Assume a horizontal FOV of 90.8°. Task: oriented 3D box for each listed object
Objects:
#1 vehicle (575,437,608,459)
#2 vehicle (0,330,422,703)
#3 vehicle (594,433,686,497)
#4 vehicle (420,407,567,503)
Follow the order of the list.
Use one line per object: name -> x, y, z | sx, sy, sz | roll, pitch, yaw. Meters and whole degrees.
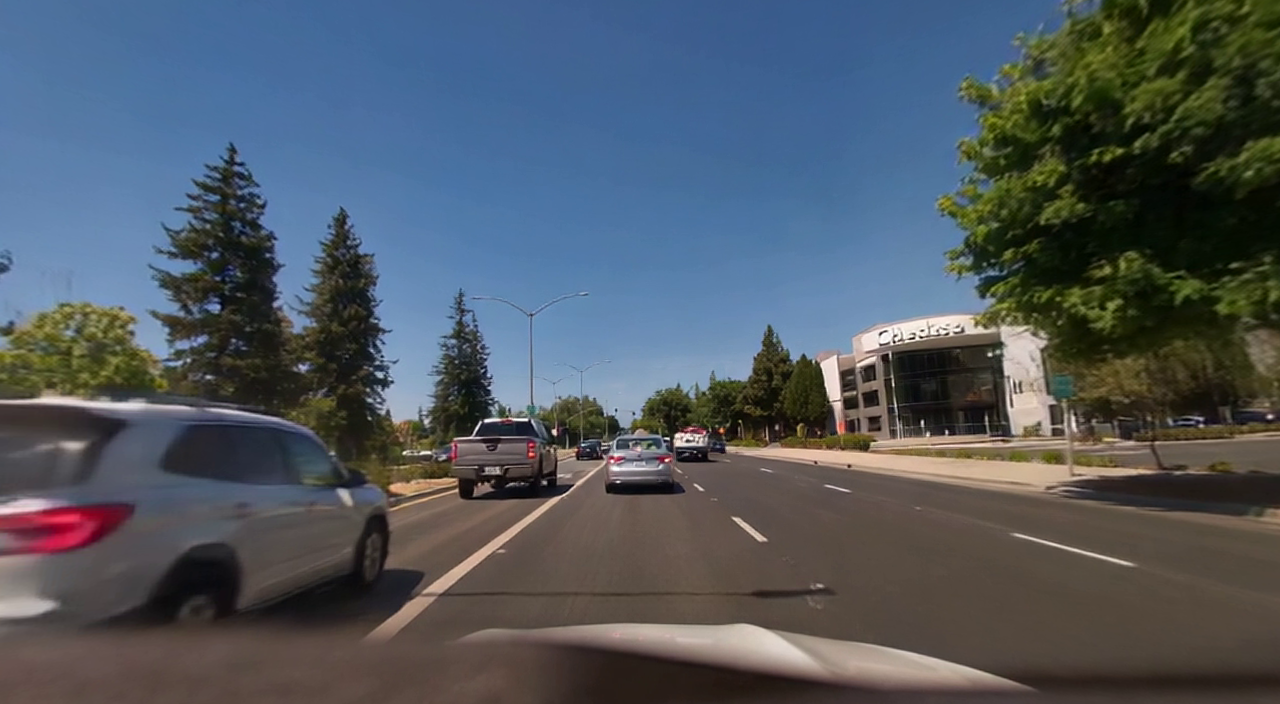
vehicle -> -3.592, 7.158, 47.211 | 2.147, 1.590, 4.209 | 0, -8, 0
vehicle -> -3.337, 1.081, 4.573 | 2.046, 1.751, 4.208 | 0, -8, -1
vehicle -> -0.051, 2.932, 16.795 | 2.126, 1.475, 3.967 | 0, -8, -1
vehicle -> -3.385, 2.558, 15.988 | 2.301, 1.985, 5.531 | 0, -8, 1
